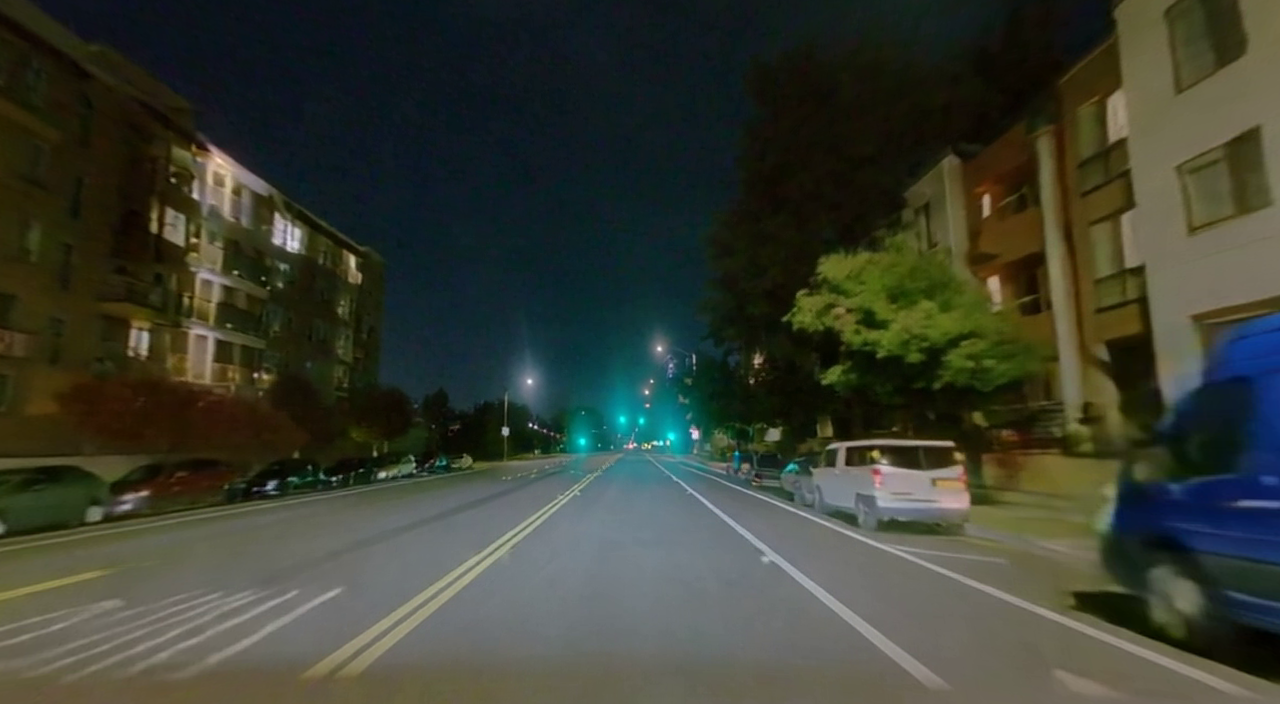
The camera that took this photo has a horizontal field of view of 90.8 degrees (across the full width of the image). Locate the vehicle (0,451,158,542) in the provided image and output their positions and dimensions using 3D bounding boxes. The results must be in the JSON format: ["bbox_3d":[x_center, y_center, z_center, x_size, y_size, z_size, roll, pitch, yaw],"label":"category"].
[{"bbox_3d":[-12.726,2.945,13.027,1.880,1.583,4.652,-4,-8,1],"label":"vehicle"}]

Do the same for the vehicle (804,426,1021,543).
[{"bbox_3d":[4.664,2.320,11.765,1.927,1.718,4.679,0,-8,0],"label":"vehicle"}]

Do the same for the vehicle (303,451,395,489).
[{"bbox_3d":[-12.839,5.218,28.231,1.954,1.491,4.633,0,-8,-1],"label":"vehicle"}]

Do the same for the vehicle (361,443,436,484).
[{"bbox_3d":[-12.834,5.915,33.960,2.149,1.865,5.247,-3,-8,-2],"label":"vehicle"}]

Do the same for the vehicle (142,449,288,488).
[{"bbox_3d":[-17.464,4.773,26.099,4.661,1.523,1.841,0,-9,0],"label":"vehicle"}]

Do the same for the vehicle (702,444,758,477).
[{"bbox_3d":[4.385,5.355,31.480,1.923,1.493,4.628,0,-8,-2],"label":"vehicle"}]

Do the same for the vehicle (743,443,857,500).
[{"bbox_3d":[4.606,3.496,18.984,2.024,1.491,4.647,0,-8,-3],"label":"vehicle"}]

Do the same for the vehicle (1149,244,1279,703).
[{"bbox_3d":[4.939,0.414,1.442,2.414,2.670,5.833,0,-8,-3],"label":"vehicle"}]
